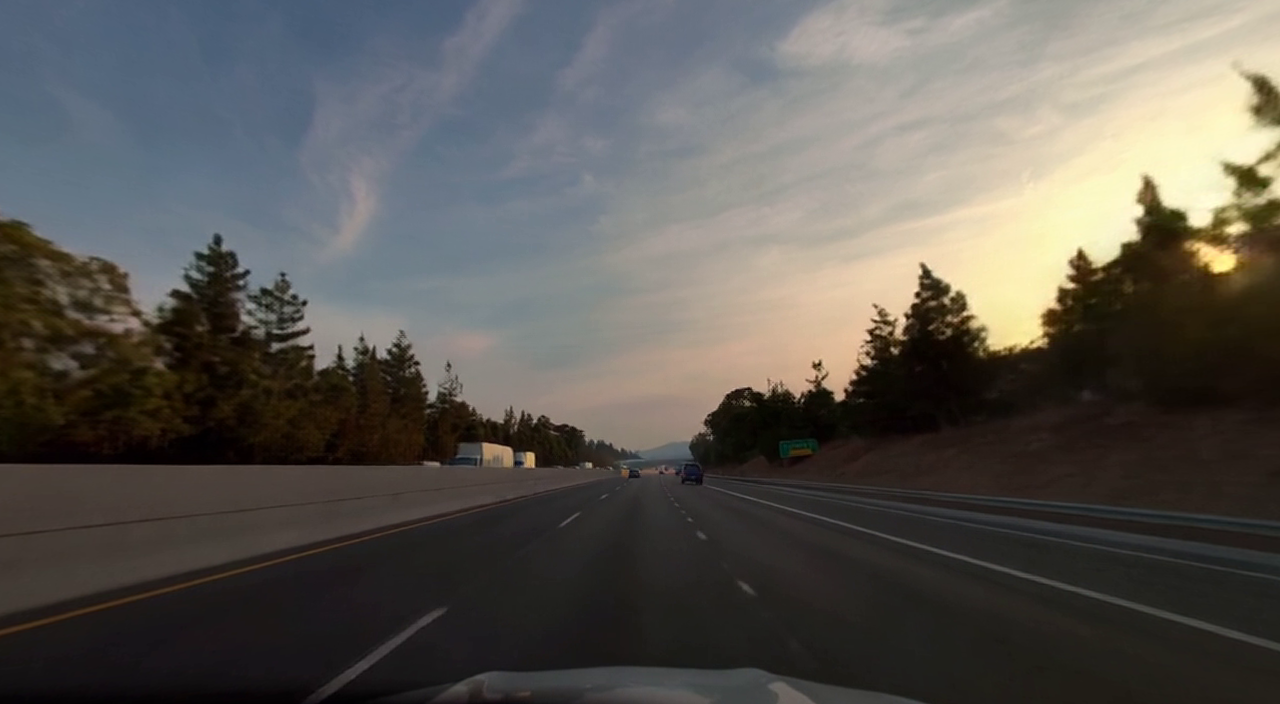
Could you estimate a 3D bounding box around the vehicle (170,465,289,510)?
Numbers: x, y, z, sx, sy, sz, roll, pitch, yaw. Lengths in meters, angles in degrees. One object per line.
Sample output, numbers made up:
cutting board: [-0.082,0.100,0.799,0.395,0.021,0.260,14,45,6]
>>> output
vehicle: [-14.599,4.812,22.659,1.837,1.444,3.440,1,-10,1]

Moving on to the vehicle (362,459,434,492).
vehicle: [-14.742,7.547,38.713,2.255,1.844,4.992,1,-10,1]

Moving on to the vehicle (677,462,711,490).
vehicle: [3.955,9.196,46.786,2.093,1.933,4.623,1,-10,-1]
